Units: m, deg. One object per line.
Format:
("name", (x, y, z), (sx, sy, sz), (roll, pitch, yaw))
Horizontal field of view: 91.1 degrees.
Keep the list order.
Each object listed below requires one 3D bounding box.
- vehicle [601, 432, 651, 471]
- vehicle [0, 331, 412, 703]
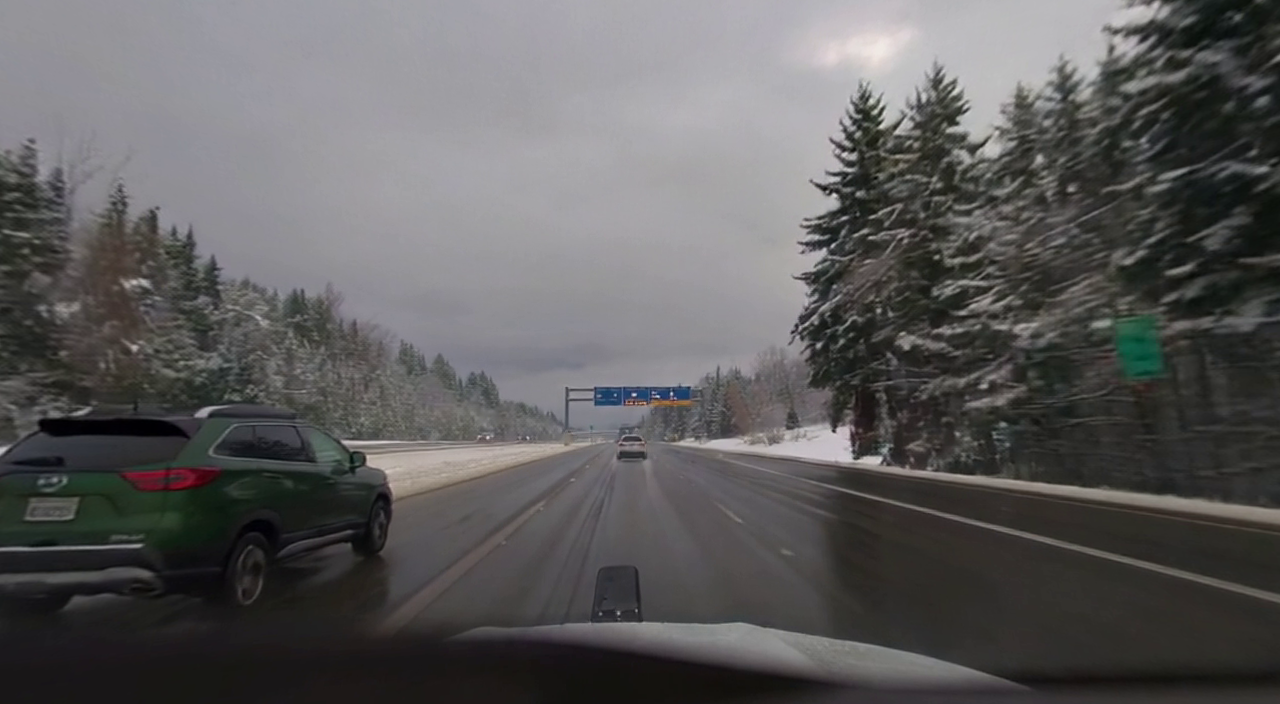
("vehicle", (-0.600, 4.269, 27.246), (2.010, 1.534, 4.013), (0, -8, -1))
("vehicle", (-3.532, 1.051, 4.515), (2.111, 1.689, 4.505), (0, -8, 0))
